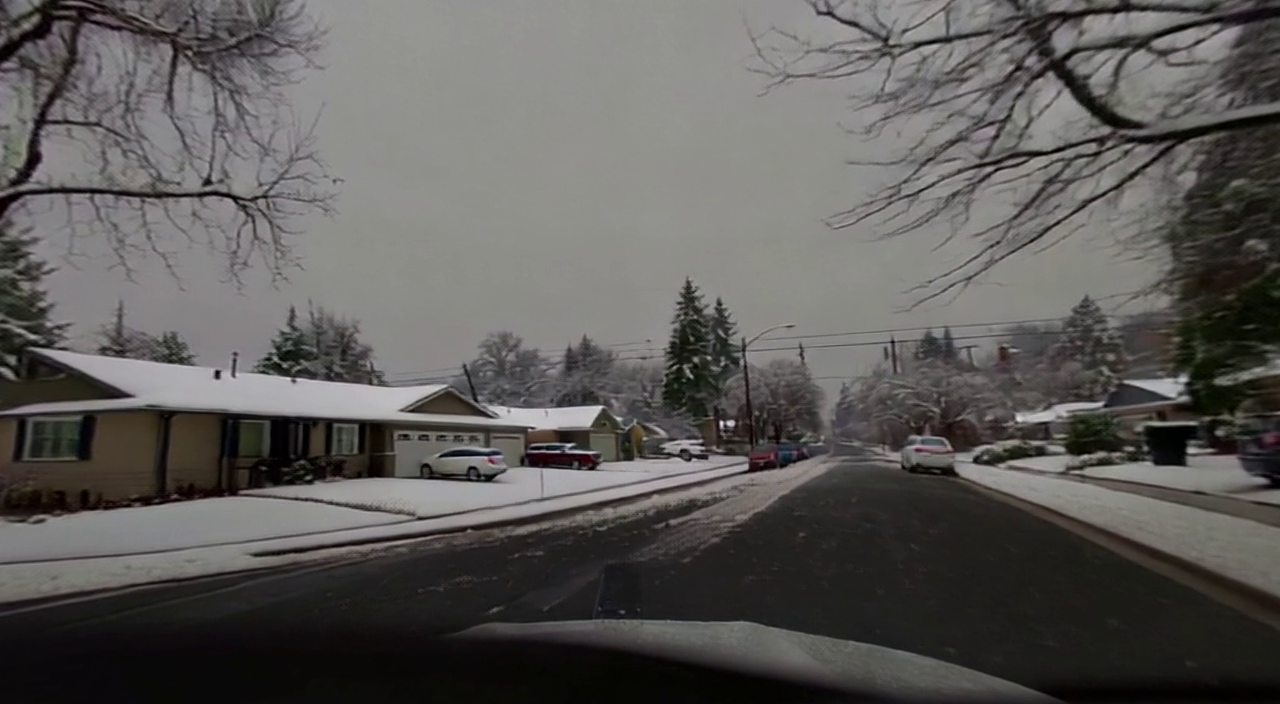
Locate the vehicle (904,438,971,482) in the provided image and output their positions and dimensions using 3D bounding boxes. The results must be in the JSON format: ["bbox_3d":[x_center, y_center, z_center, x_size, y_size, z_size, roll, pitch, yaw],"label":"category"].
[{"bbox_3d":[12.037,4.343,25.813,2.005,1.553,3.984,-1,-8,19],"label":"vehicle"}]

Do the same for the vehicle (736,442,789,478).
[{"bbox_3d":[7.457,6.464,37.990,2.208,1.834,4.675,-9,-11,19],"label":"vehicle"}]

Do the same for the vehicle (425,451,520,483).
[{"bbox_3d":[-8.580,5.861,32.358,4.404,1.495,1.844,-3,-9,21],"label":"vehicle"}]
